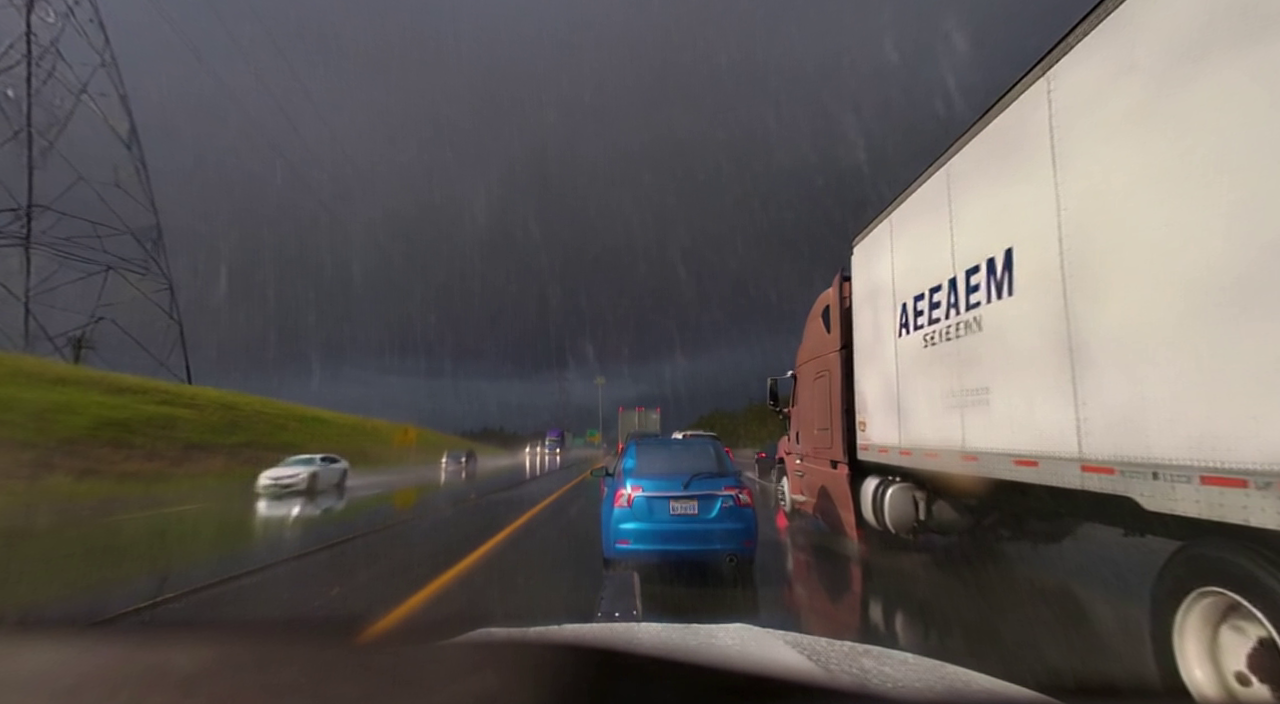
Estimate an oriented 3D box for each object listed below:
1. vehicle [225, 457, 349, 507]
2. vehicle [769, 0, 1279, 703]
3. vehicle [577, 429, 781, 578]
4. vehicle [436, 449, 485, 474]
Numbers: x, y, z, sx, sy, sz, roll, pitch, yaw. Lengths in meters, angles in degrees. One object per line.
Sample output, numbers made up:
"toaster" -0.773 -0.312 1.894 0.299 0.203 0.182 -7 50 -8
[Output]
"vehicle" -12.231 4.503 22.220 1.853 1.445 4.478 0 -8 -1
"vehicle" 4.115 -0.079 4.210 3.138 4.065 14.276 0 -8 -1
"vehicle" 0.331 1.778 8.172 2.045 1.446 3.597 0 -8 -2
"vehicle" -11.941 7.308 42.218 1.914 1.478 4.597 -1 -8 1
